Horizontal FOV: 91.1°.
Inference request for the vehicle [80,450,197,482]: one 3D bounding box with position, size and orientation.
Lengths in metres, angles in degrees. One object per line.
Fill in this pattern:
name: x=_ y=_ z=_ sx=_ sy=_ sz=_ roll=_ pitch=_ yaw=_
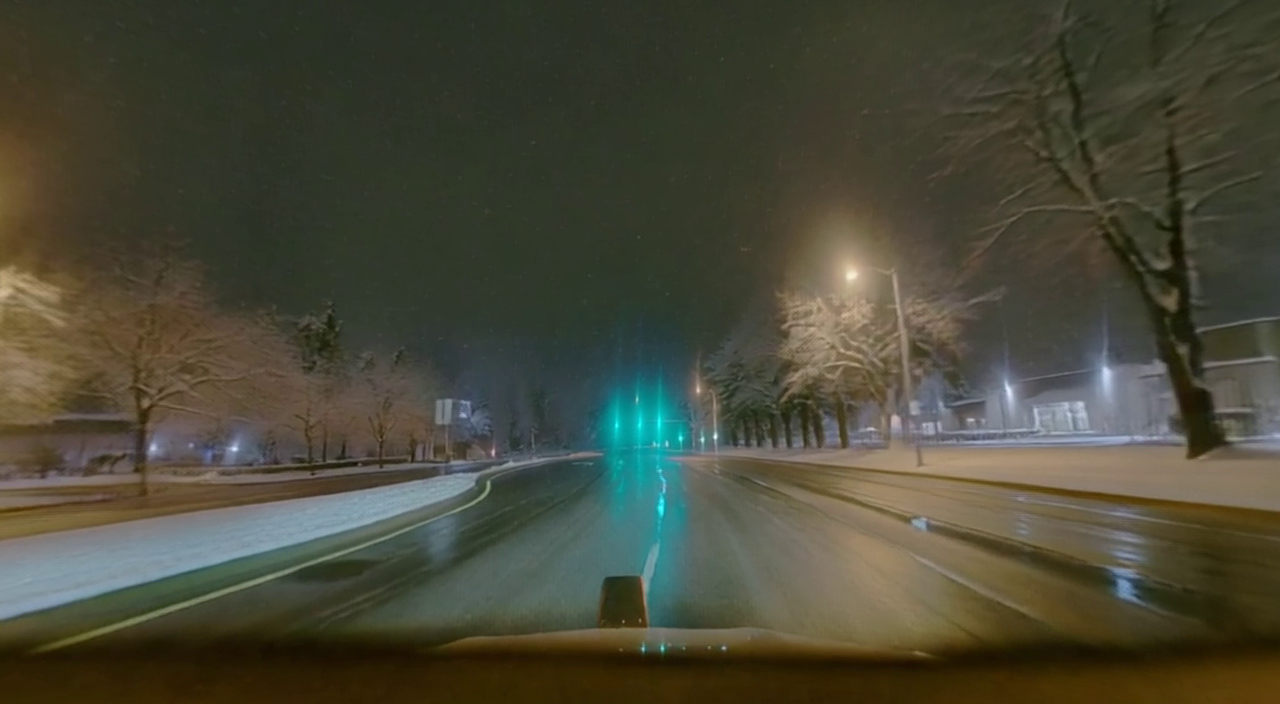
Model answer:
vehicle: x=-33.271 y=7.546 z=41.950 sx=2.510 sy=1.873 sz=5.815 roll=-1 pitch=-9 yaw=8
